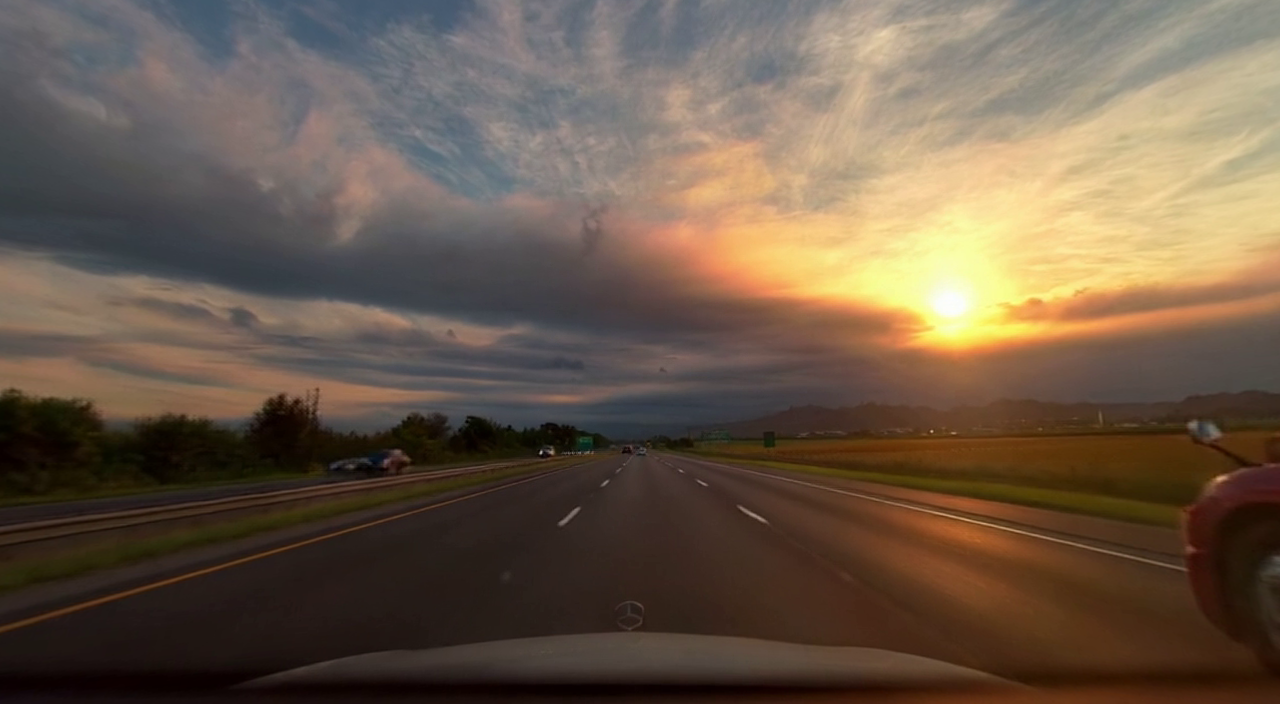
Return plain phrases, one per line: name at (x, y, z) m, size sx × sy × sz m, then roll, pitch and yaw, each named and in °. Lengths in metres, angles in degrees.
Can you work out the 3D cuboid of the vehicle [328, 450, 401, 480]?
vehicle at (-15.068, 6.183, 34.753) m, size 1.910 × 1.495 × 4.456 m, roll 0°, pitch -9°, yaw 1°
